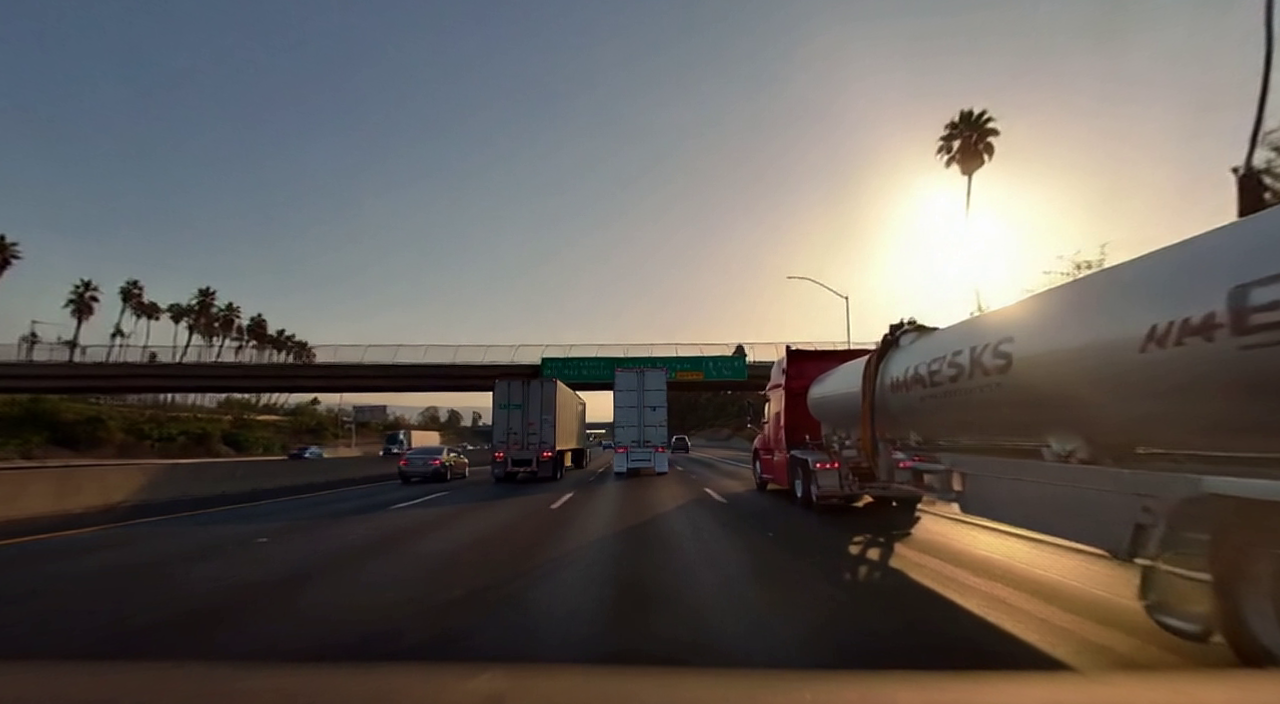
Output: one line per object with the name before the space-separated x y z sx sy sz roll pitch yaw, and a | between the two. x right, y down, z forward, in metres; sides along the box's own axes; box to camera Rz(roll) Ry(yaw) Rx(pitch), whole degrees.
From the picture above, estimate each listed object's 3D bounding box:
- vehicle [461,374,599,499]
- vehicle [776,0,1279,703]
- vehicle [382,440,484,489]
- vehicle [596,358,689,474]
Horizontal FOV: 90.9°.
vehicle | -3.210 2.968 21.905 2.786 3.228 11.082 0 -8 0
vehicle | 4.360 0.201 6.491 2.887 4.178 14.553 0 -8 1
vehicle | -6.799 3.724 21.267 1.916 1.465 4.451 0 -8 0
vehicle | 0.132 3.519 30.179 3.097 3.856 18.209 0 -9 0
